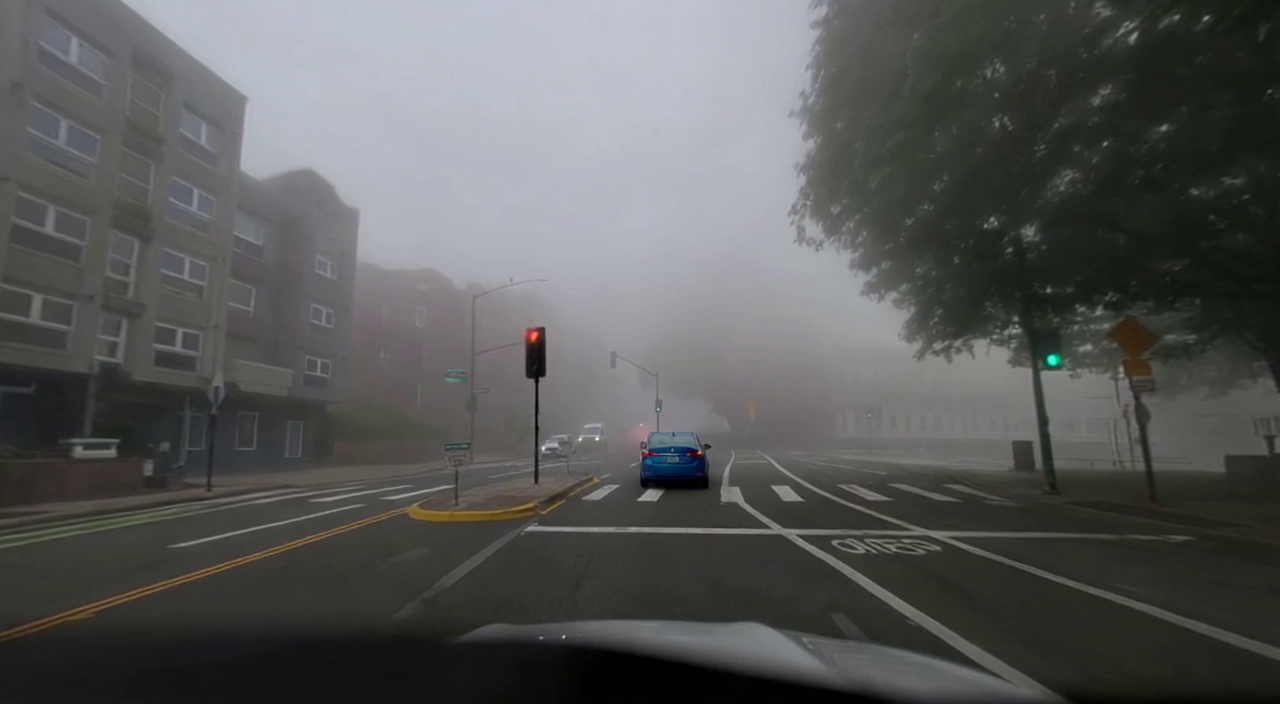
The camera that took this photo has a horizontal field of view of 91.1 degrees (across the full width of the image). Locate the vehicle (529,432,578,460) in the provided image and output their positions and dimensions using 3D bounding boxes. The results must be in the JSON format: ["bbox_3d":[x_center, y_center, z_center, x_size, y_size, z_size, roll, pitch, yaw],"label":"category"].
[{"bbox_3d":[-4.910,5.392,36.183,1.884,1.509,4.416,-1,-8,5],"label":"vehicle"}]

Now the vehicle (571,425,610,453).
[{"bbox_3d":[-3.830,6.863,49.776,2.310,2.045,4.763,-1,-8,5],"label":"vehicle"}]

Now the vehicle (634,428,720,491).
[{"bbox_3d":[0.969,2.714,16.393,1.950,1.401,4.159,-1,-8,4],"label":"vehicle"}]
